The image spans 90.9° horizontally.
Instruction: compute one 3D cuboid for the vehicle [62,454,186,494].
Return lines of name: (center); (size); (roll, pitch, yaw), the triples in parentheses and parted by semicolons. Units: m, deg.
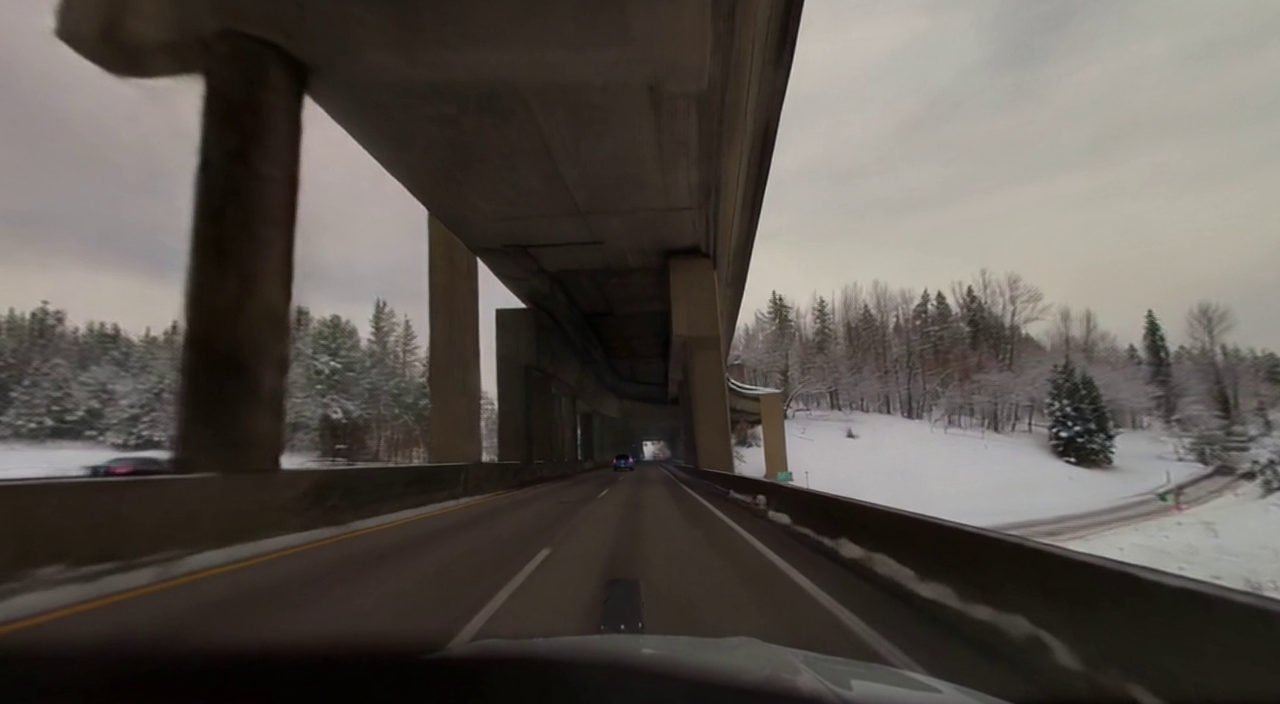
vehicle: (-23.891, 5.634, 29.452); (1.817, 1.626, 4.551); (-1, -9, 2)
